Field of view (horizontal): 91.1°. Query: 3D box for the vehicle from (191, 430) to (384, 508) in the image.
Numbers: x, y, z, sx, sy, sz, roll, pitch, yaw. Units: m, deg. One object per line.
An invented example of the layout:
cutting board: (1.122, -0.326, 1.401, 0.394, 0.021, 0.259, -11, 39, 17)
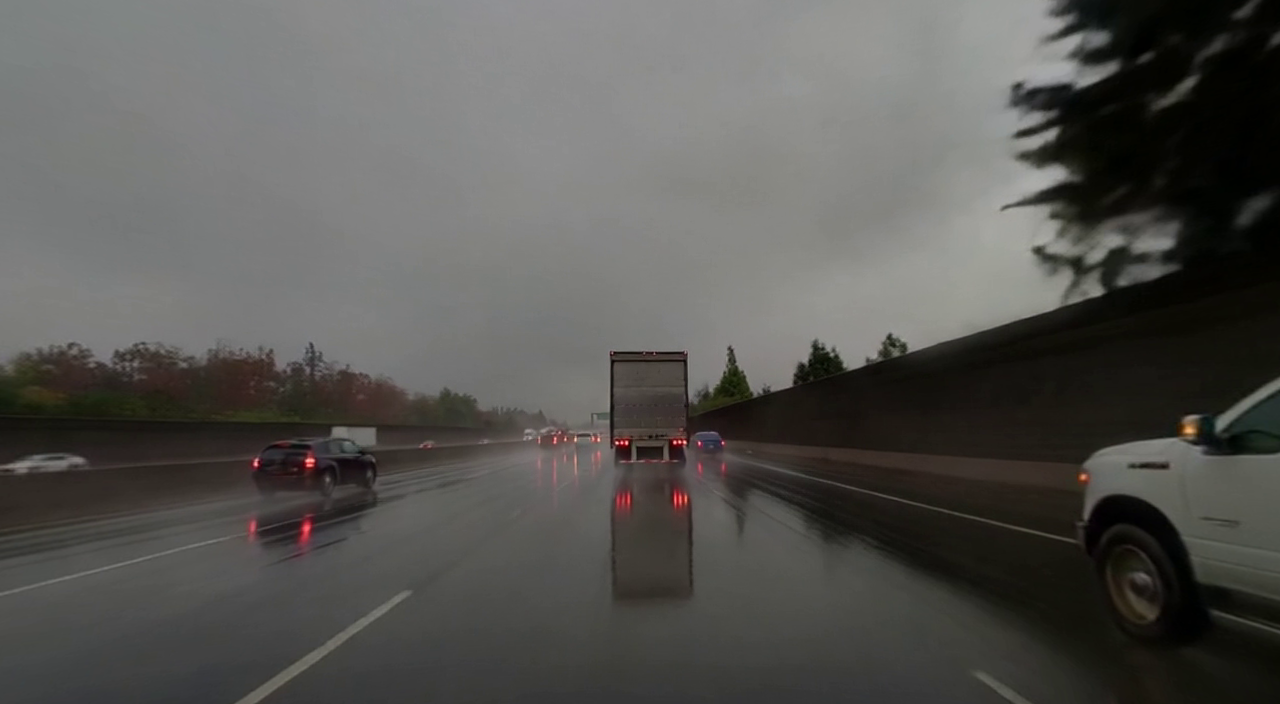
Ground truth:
vehicle: (-7.656, 2.538, 14.213, 2.059, 1.500, 4.001, 0, -8, -1)

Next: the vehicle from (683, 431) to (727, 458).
vehicle: (3.913, 5.672, 38.745, 2.044, 1.508, 4.716, 0, -8, -2)

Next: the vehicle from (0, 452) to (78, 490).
vehicle: (-31.285, 5.953, 31.727, 1.833, 1.703, 4.317, 0, -8, -1)

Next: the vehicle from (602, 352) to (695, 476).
vehicle: (0.038, 2.642, 25.114, 2.904, 3.915, 10.473, 0, -8, -3)

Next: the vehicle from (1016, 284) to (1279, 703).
vehicle: (3.647, 0.539, 1.723, 2.118, 1.832, 4.901, 0, -8, -1)

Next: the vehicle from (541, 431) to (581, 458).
vehicle: (-5.091, 5.991, 41.042, 2.134, 1.650, 4.133, 0, -8, -1)
